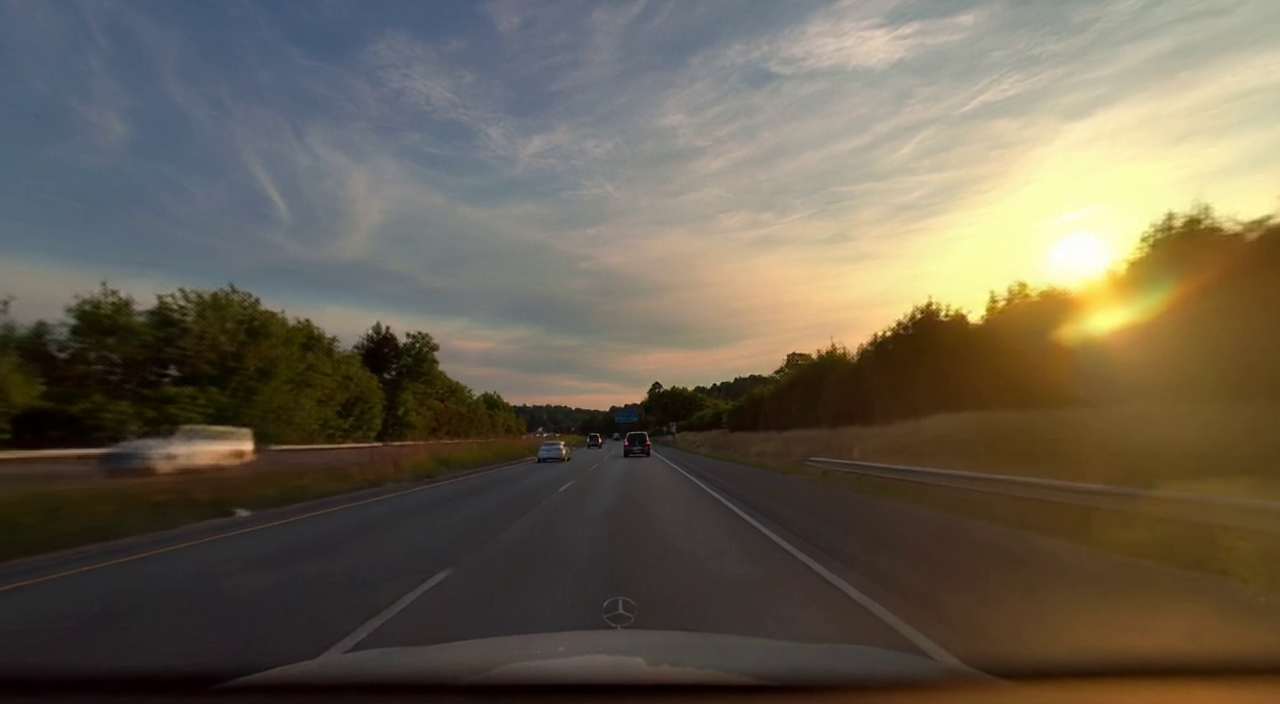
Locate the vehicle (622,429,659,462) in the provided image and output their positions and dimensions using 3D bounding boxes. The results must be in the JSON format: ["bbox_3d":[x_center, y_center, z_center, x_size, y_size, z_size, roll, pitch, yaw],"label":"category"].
[{"bbox_3d":[-0.056,6.011,40.654,2.223,1.957,4.416,0,-8,-2],"label":"vehicle"}]

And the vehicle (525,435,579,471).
[{"bbox_3d":[-4.175,4.832,30.376,2.062,1.567,4.117,0,-8,-1],"label":"vehicle"}]
